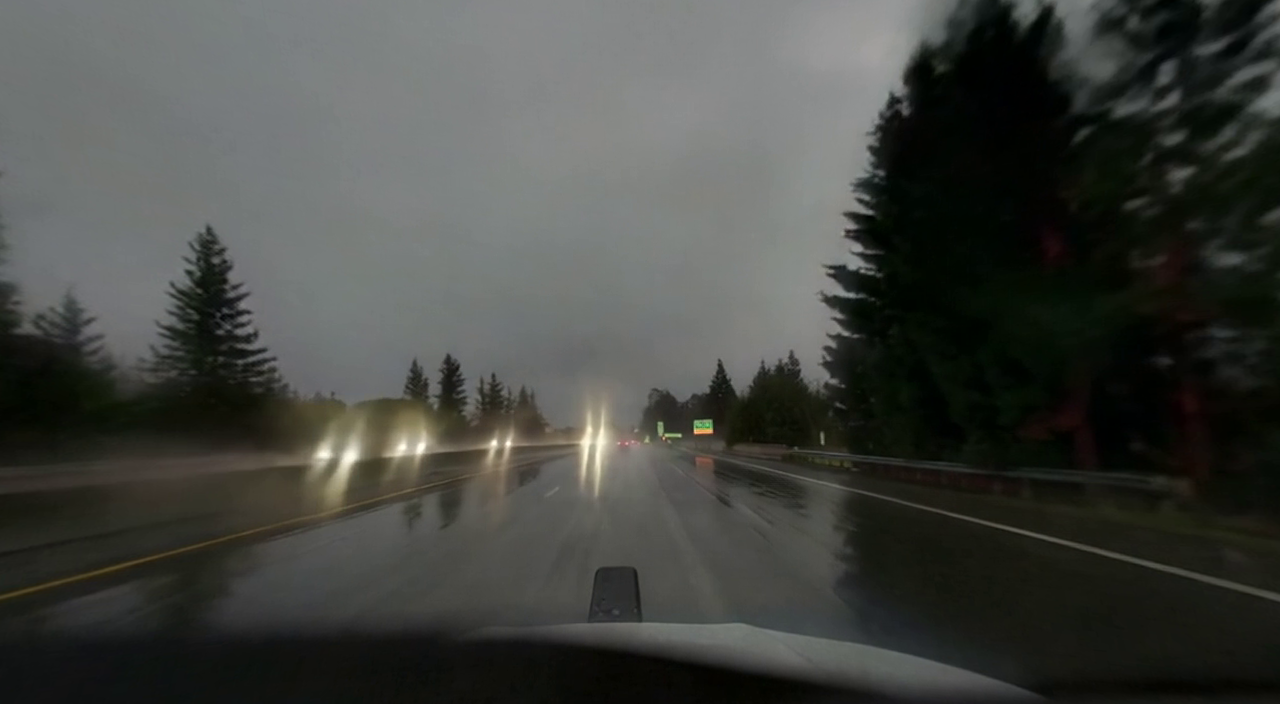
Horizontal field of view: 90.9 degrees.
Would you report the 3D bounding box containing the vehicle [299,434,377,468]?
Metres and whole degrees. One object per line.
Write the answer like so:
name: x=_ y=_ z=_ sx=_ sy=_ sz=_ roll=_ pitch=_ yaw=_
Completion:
vehicle: x=-13.963 y=4.574 z=29.408 sx=1.675 sy=1.473 sz=3.910 roll=0 pitch=-8 yaw=0
